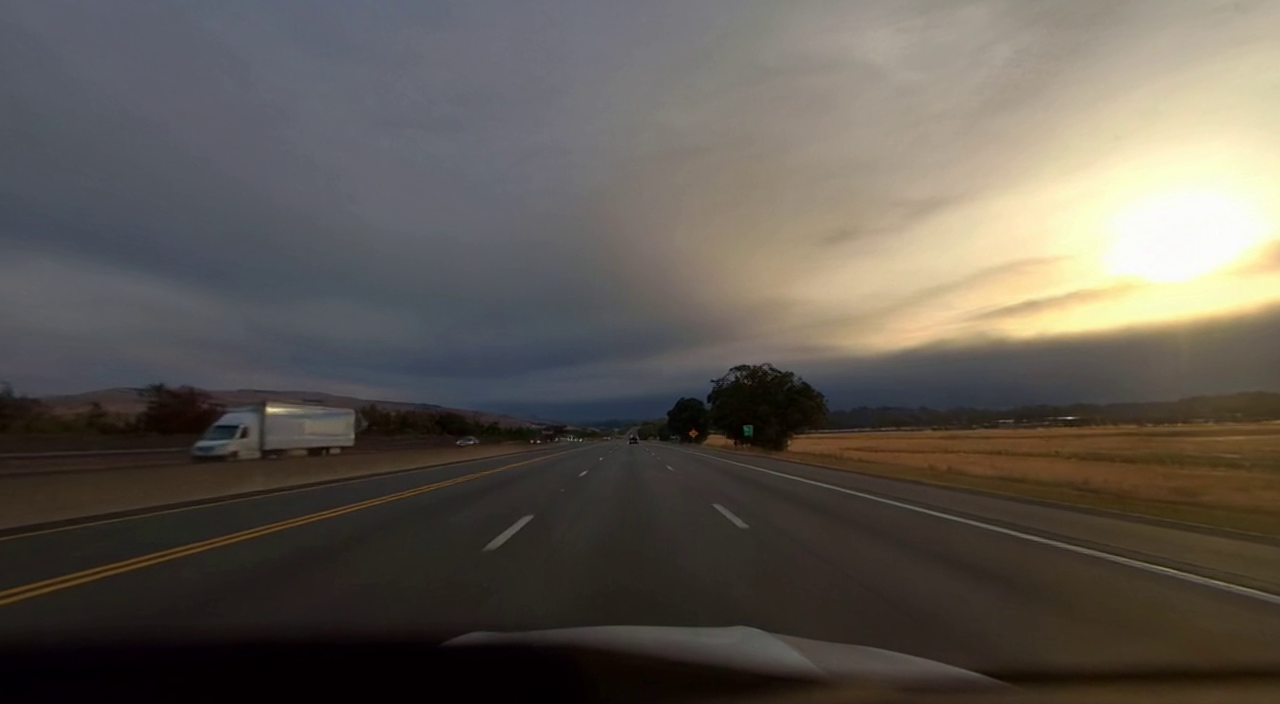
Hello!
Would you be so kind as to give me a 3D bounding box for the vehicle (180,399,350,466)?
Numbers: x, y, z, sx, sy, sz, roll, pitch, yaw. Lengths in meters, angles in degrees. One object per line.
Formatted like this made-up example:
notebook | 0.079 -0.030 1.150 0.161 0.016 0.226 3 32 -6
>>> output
vehicle | -28.007 6.307 48.913 3.237 4.301 16.964 0 -8 -2
